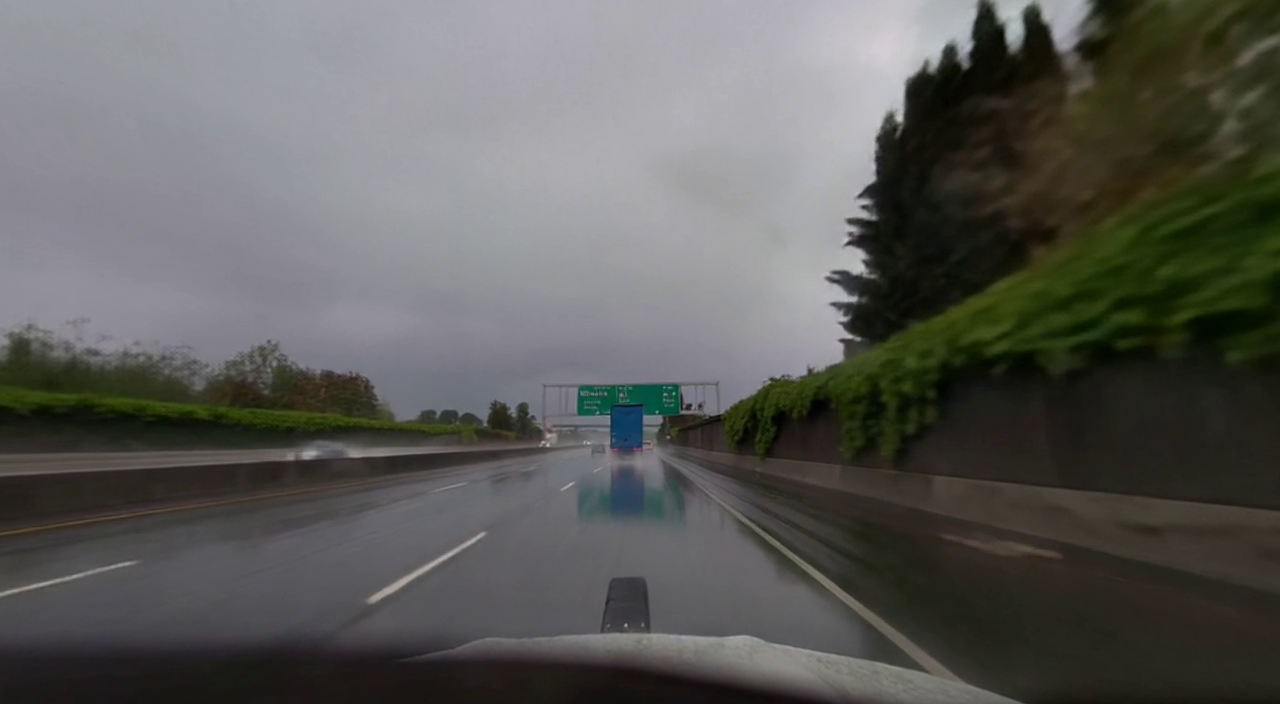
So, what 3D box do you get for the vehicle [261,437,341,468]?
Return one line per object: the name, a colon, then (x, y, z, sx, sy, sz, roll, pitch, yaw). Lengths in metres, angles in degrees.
vehicle: (-19.222, 5.720, 35.938, 2.012, 1.642, 4.573, 0, -8, 1)
